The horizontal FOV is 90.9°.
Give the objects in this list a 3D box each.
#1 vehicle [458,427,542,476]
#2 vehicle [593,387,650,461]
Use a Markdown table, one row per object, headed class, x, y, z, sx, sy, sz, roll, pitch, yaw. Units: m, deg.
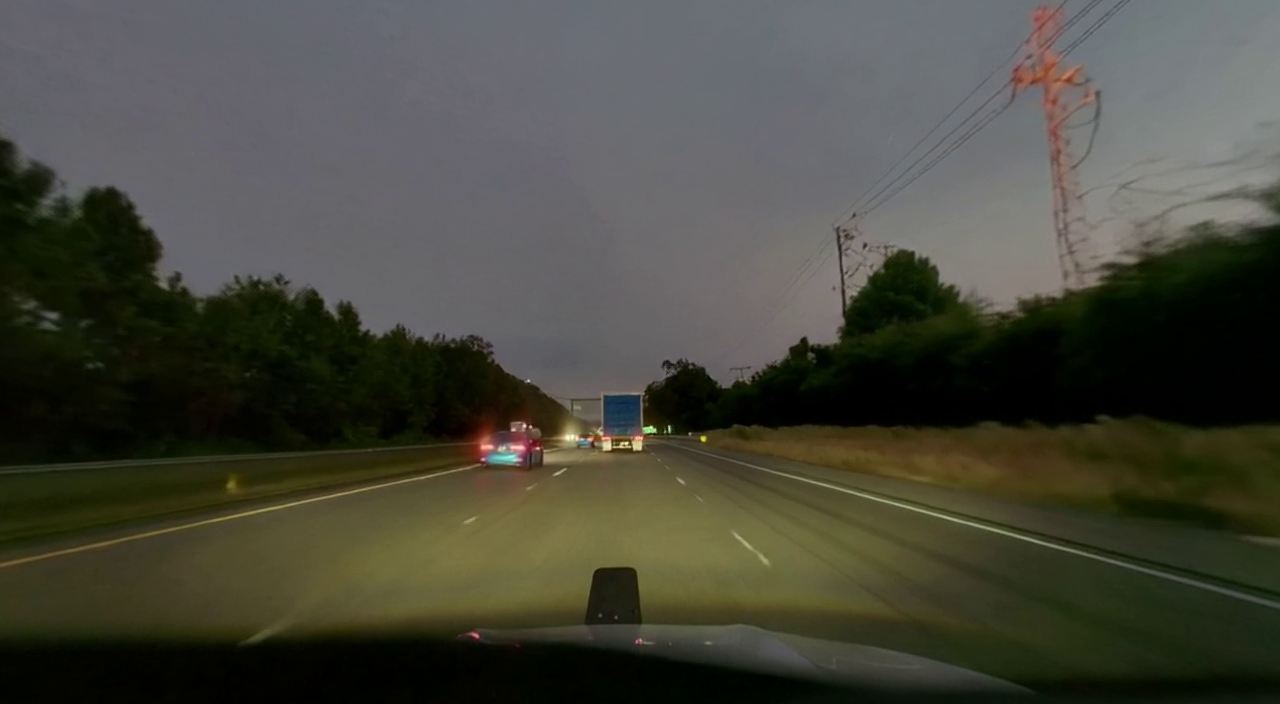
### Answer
| class | x | y | z | sx | sy | sz | roll | pitch | yaw |
| --- | --- | --- | --- | --- | --- | --- | --- | --- | --- |
| vehicle | -5.047 | 3.646 | 23.394 | 2.117 | 1.618 | 4.480 | 0 | -8 | 0 |
| vehicle | -1.105 | 4.428 | 37.988 | 2.955 | 3.851 | 9.915 | 0 | -8 | -2 |
